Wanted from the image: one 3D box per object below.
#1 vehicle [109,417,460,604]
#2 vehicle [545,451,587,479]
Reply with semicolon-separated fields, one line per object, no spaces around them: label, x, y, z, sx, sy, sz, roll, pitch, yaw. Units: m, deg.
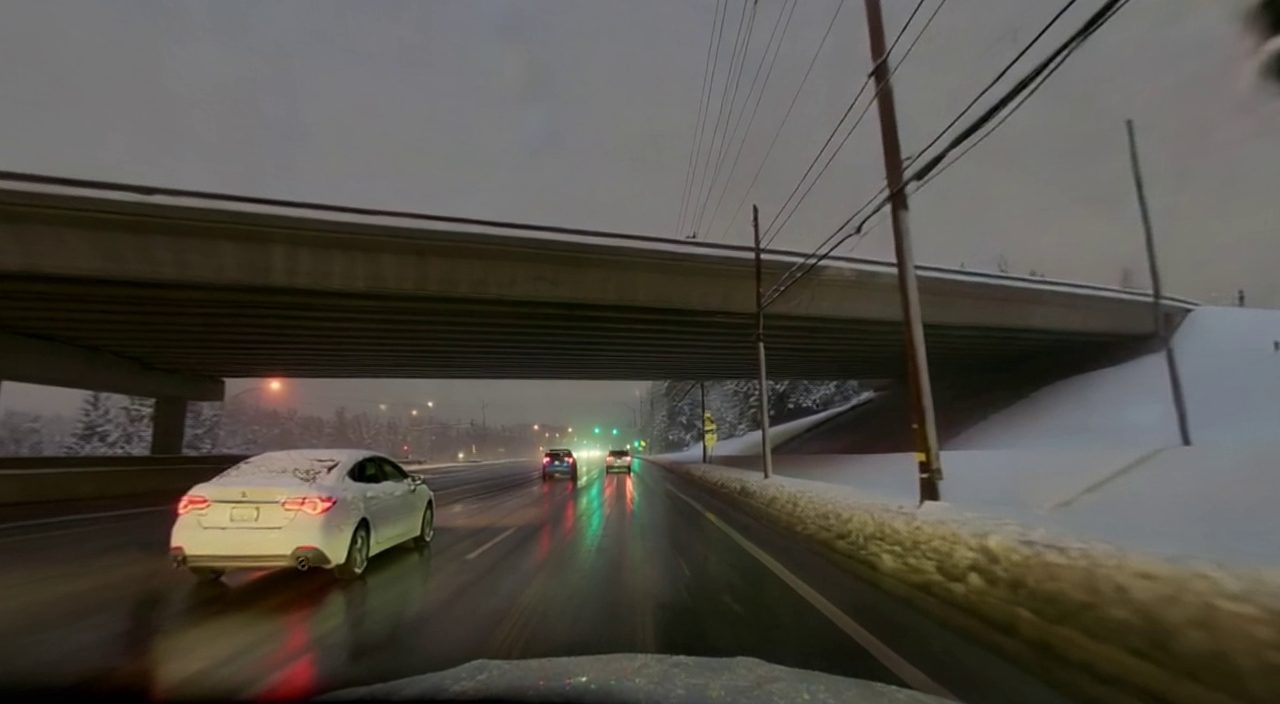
vehicle;-3.829;1.748;7.913;1.925;1.666;4.271;0;-8;-1
vehicle;-4.172;6.374;36.014;1.946;1.437;4.154;0;-8;-1
